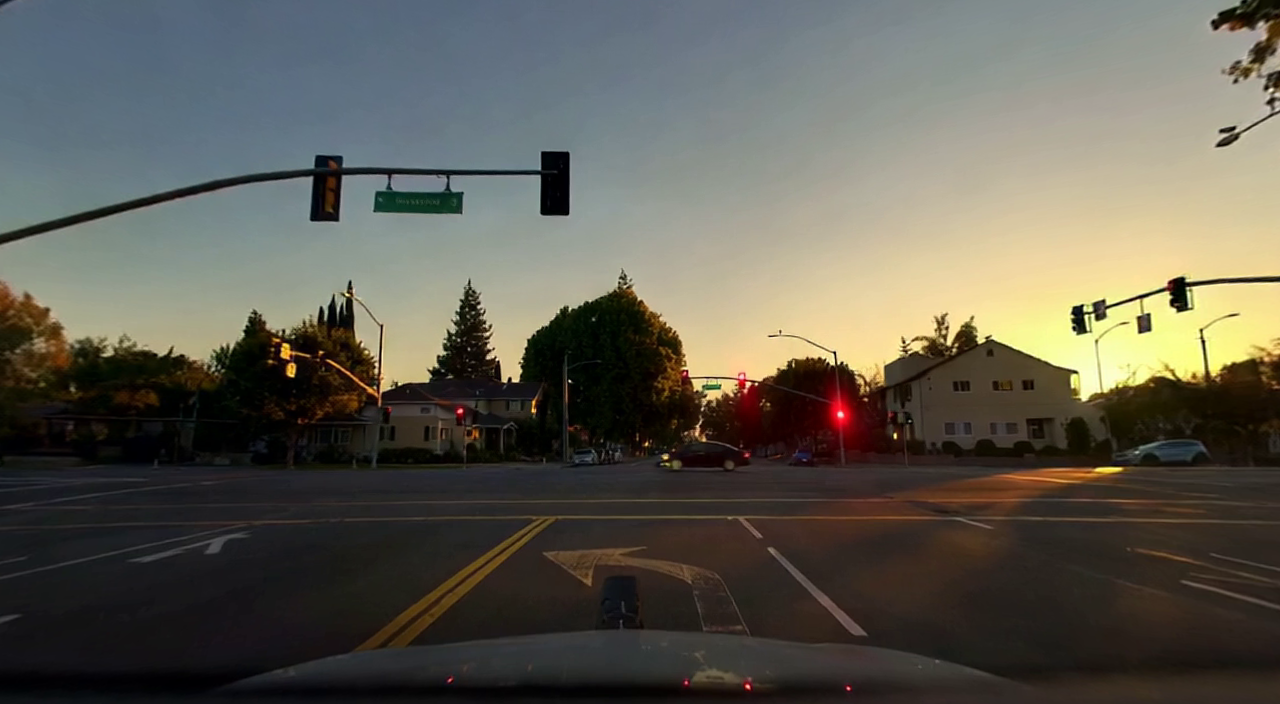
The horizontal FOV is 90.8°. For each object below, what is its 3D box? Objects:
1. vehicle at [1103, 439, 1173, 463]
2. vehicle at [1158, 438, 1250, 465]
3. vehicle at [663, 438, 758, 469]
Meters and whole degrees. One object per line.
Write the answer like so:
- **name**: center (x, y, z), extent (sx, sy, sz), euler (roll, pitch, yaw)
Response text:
- **vehicle**: center (38.483, 7.652, 48.991), extent (1.853, 1.723, 4.460), euler (0, -9, 2)
- **vehicle**: center (39.099, 6.930, 43.955), extent (1.915, 1.773, 4.499), euler (1, -9, -7)
- **vehicle**: center (3.469, 5.097, 31.726), extent (4.560, 1.463, 1.858), euler (-1, -9, 2)
